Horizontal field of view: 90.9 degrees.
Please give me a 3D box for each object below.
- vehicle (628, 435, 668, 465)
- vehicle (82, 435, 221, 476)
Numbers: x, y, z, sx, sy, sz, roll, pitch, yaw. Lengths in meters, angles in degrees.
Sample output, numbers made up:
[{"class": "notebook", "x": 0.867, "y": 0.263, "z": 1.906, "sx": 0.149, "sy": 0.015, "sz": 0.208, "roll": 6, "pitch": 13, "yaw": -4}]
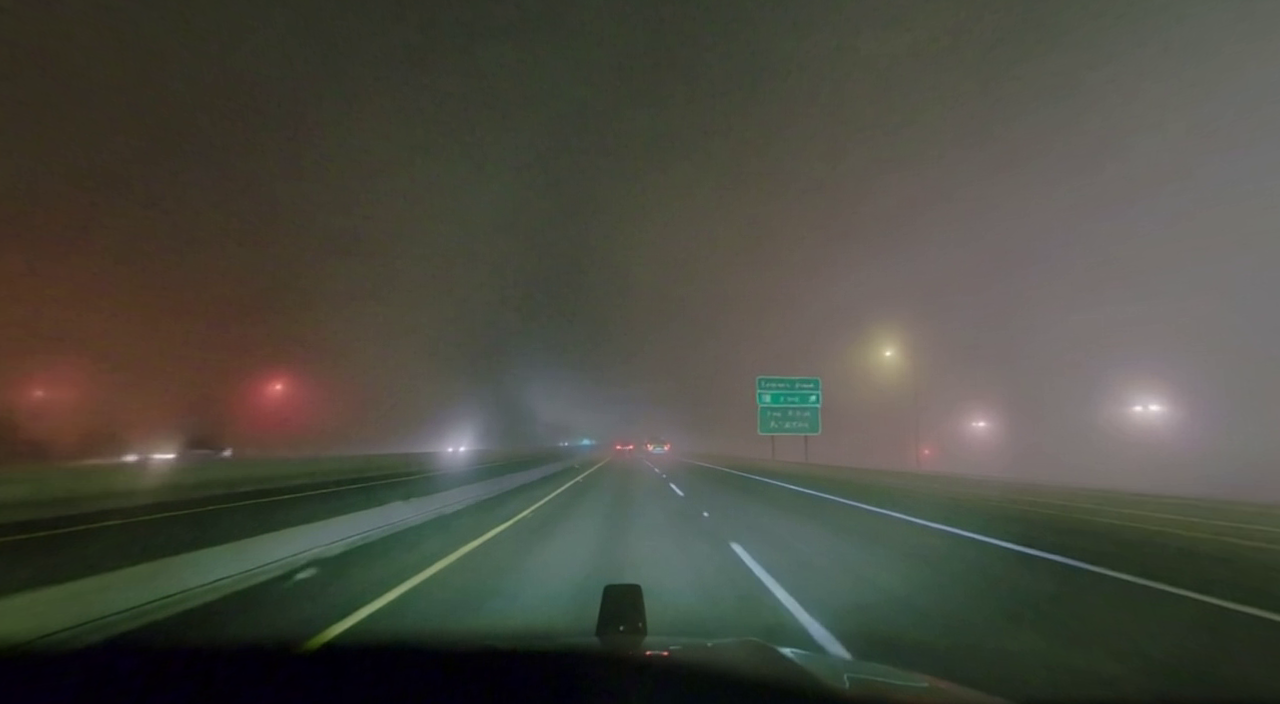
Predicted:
[{"class": "vehicle", "x": 0.469, "y": 6.777, "z": 43.672, "sx": 2.431, "sy": 1.916, "sz": 4.808, "roll": 0, "pitch": -9, "yaw": -3}, {"class": "vehicle", "x": -20.522, "y": 4.360, "z": 26.846, "sx": 2.042, "sy": 1.524, "sz": 4.936, "roll": -1, "pitch": -9, "yaw": -1}]
